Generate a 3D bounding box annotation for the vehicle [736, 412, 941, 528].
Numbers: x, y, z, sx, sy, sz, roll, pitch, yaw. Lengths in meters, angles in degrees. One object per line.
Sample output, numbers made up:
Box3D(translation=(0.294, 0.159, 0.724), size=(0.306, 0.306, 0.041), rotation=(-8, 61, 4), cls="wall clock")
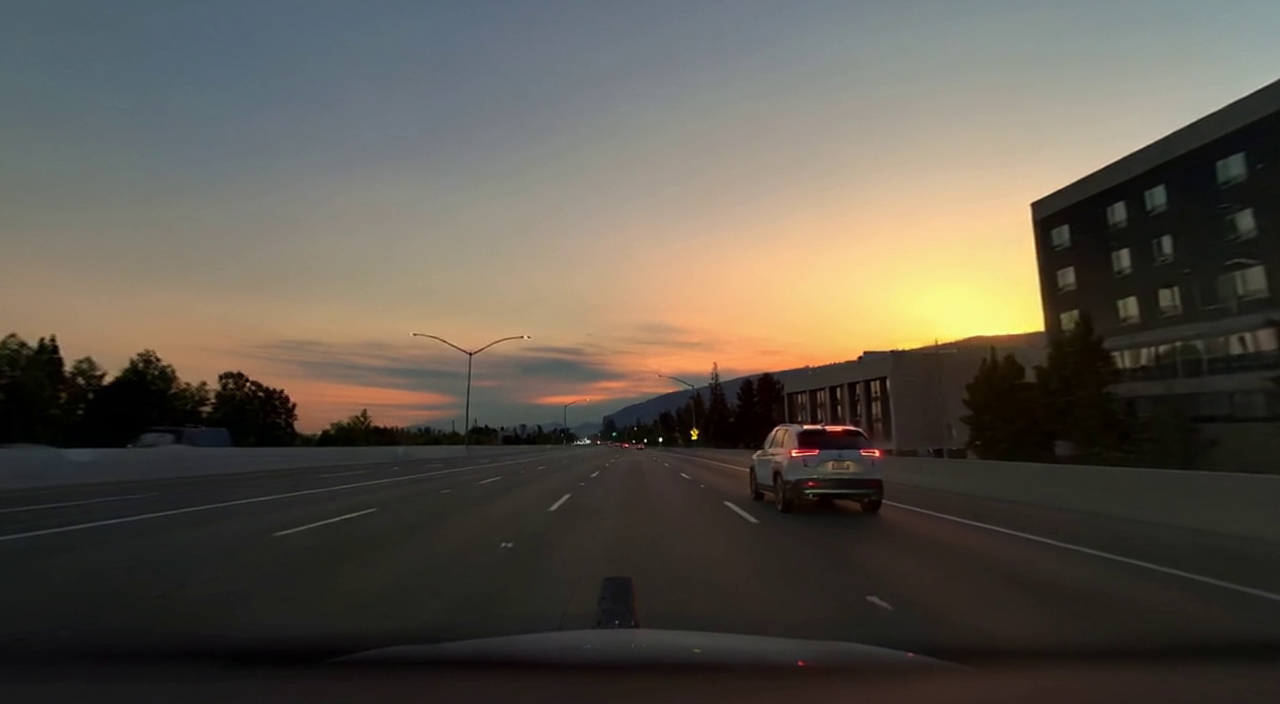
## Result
Box3D(translation=(3.448, 2.193, 12.312), size=(2.212, 1.753, 5.064), rotation=(0, -9, -2), cls="vehicle")
